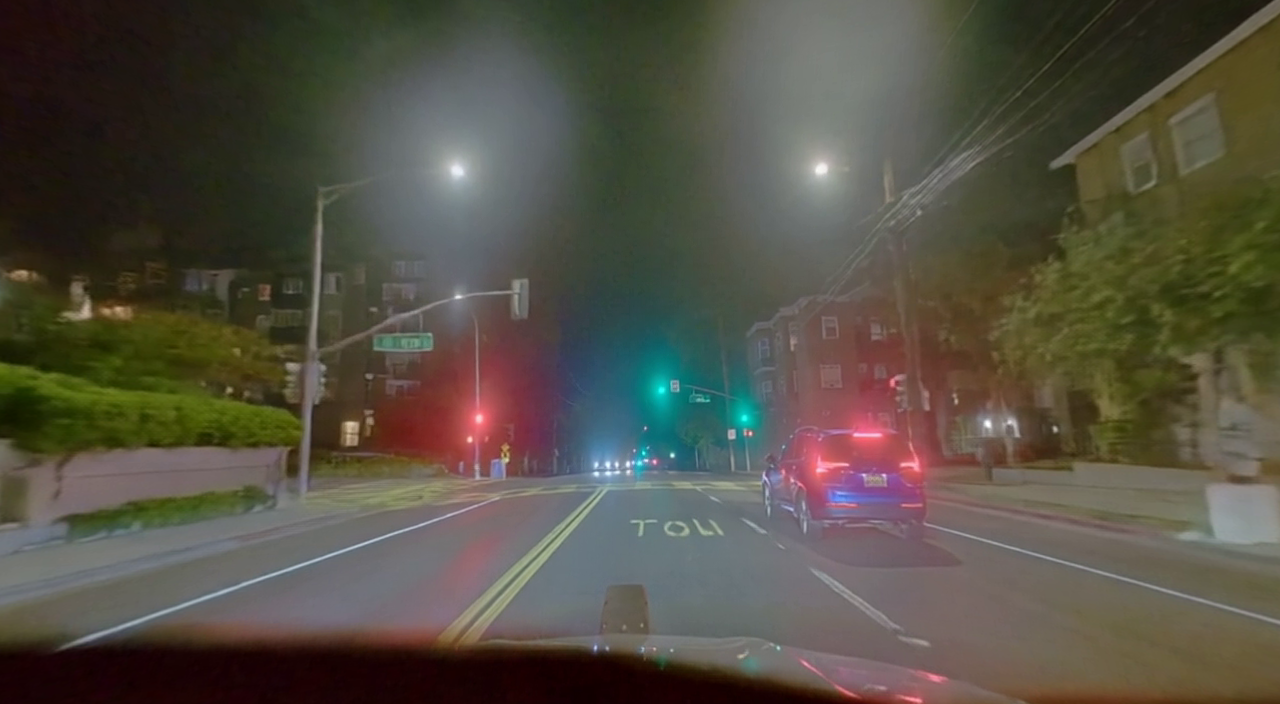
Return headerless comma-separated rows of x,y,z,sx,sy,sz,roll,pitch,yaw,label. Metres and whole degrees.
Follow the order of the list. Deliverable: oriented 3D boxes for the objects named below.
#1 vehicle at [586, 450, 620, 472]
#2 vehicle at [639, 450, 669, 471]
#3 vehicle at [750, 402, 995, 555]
-2.658,8.020,46.391,2.170,1.513,4.270,0,-9,1,vehicle
1.015,7.938,46.308,2.097,1.463,4.043,0,-9,0,vehicle
3.295,1.928,10.250,2.130,1.863,4.844,0,-9,0,vehicle
